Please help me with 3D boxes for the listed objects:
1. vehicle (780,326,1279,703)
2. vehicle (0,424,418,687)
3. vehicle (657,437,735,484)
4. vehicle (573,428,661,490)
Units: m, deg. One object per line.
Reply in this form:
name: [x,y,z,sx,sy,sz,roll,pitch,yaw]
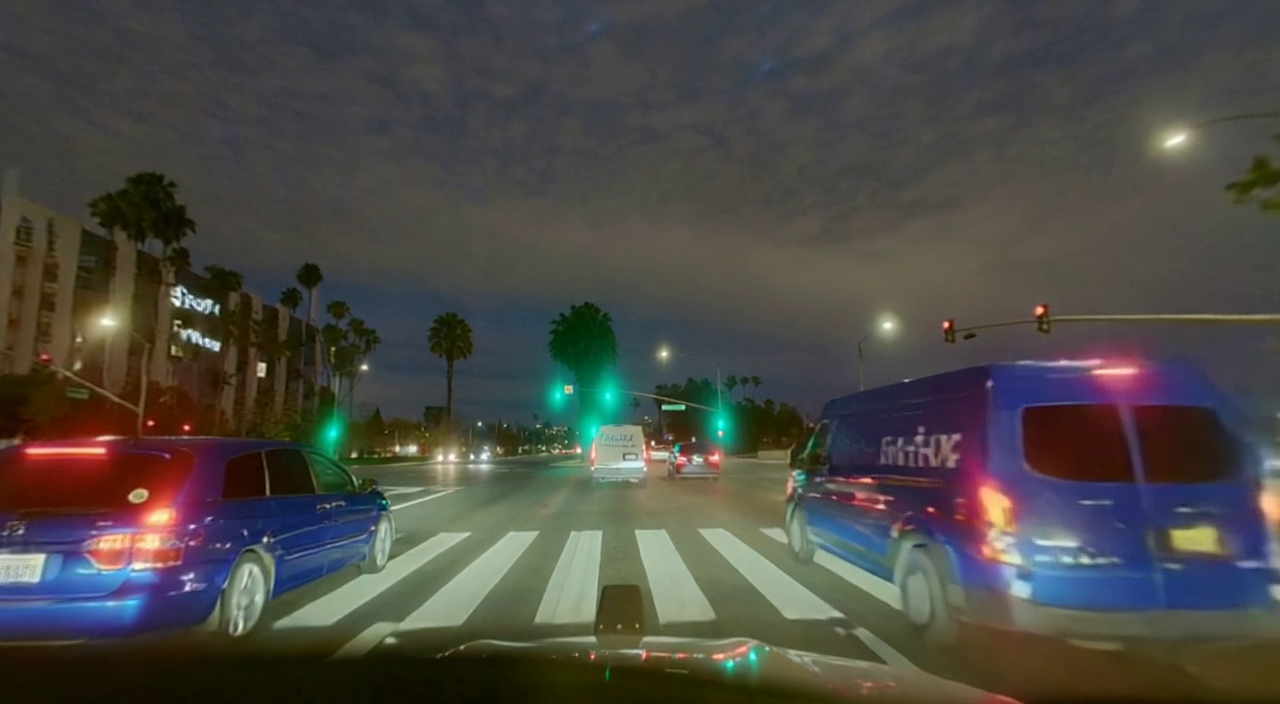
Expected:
vehicle: [2.808,1.144,5.055,2.200,1.847,4.618,0,-9,-1]
vehicle: [-3.806,1.474,5.849,1.997,1.430,4.655,0,-9,-3]
vehicle: [2.171,4.425,26.122,2.462,1.736,4.899,0,-9,-4]
vehicle: [-0.849,3.916,23.416,2.848,1.991,5.706,0,-9,-2]
